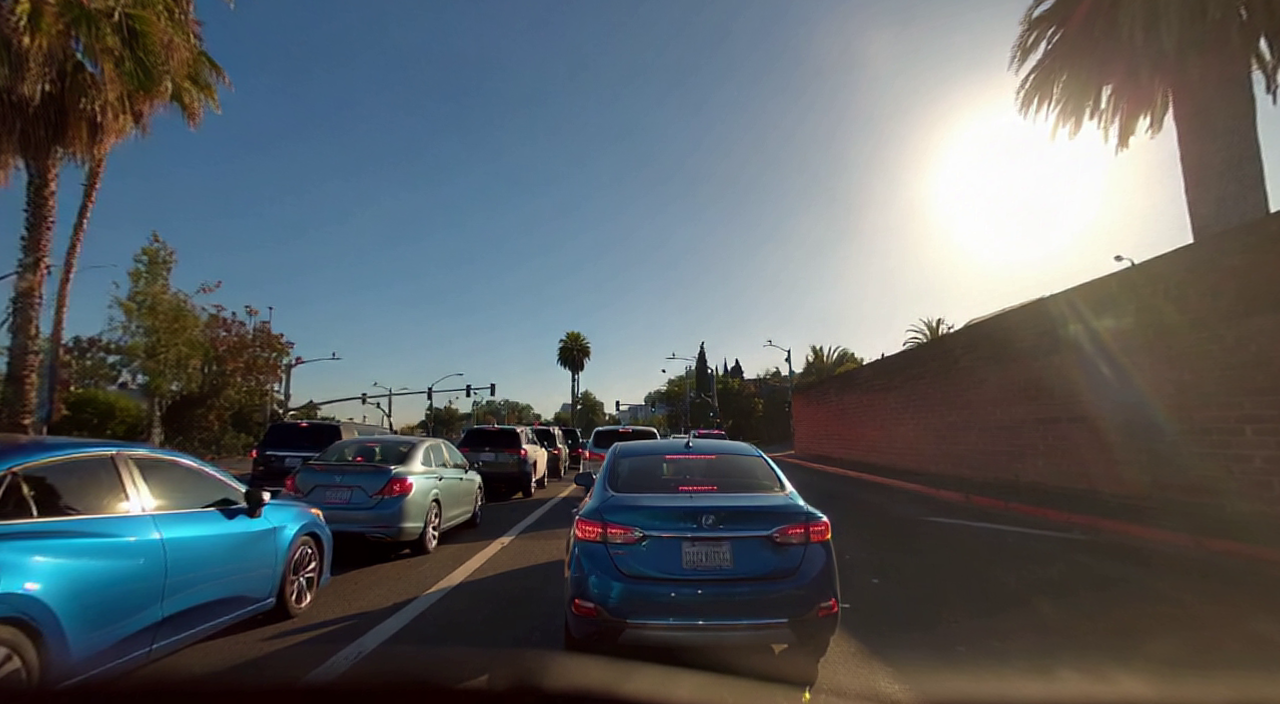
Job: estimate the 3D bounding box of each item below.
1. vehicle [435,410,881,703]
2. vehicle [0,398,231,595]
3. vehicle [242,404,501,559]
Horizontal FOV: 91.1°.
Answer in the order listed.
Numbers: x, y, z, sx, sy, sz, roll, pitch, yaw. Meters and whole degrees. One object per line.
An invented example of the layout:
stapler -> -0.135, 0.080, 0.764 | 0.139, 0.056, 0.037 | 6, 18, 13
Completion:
vehicle -> 0.045, 1.340, 5.200 | 2.128, 1.473, 4.272 | 0, -8, -1
vehicle -> -6.666, 1.406, 6.386 | 1.963, 1.721, 4.662 | 0, -8, -2
vehicle -> -3.513, 1.779, 9.276 | 2.055, 1.746, 4.136 | 0, -8, -1
